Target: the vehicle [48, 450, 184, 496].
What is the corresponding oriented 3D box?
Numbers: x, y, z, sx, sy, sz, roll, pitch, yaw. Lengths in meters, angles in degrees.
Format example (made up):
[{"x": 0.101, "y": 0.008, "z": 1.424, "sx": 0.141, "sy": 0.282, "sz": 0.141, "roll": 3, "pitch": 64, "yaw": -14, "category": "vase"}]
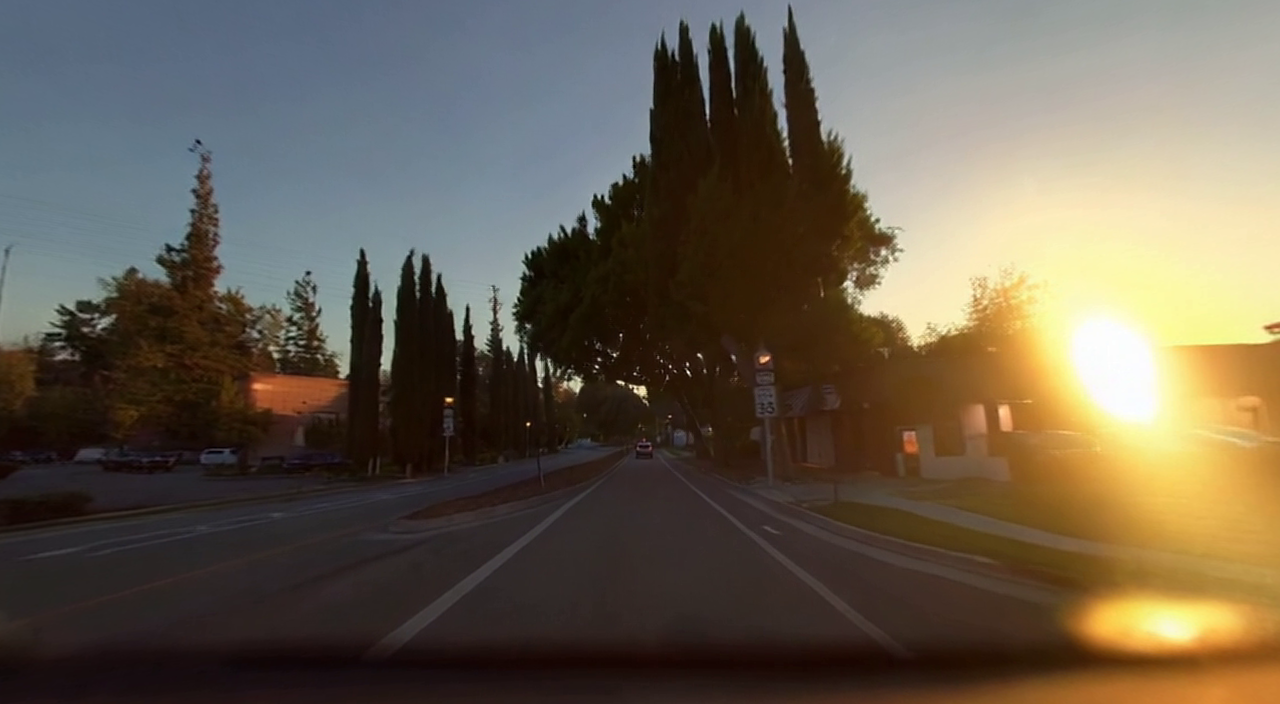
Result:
[{"x": -19.253, "y": 4.410, "z": 23.528, "sx": 2.061, "sy": 1.475, "sz": 4.357, "roll": 1, "pitch": -9, "yaw": -13, "category": "vehicle"}]
